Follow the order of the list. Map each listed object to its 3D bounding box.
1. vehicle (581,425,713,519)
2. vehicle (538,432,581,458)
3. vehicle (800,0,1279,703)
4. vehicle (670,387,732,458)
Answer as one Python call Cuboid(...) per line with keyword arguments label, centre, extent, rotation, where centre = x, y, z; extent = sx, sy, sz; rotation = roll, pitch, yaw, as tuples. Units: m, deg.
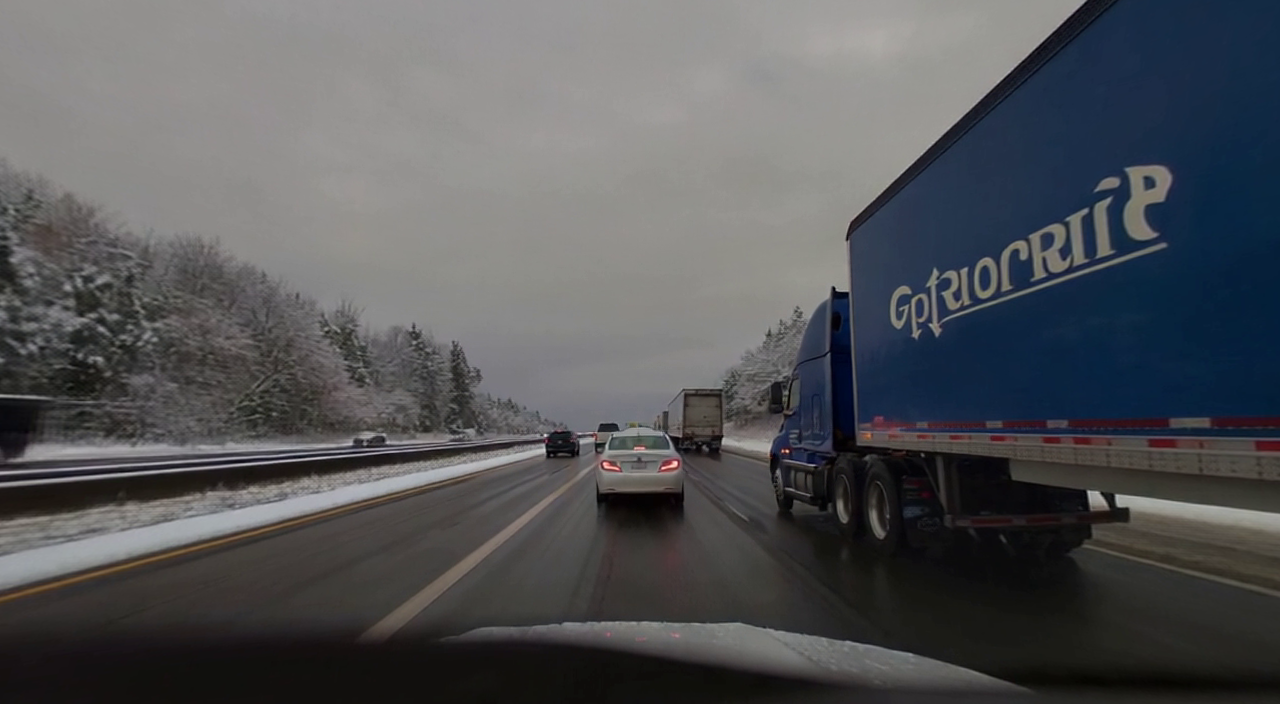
Cuboid(label="vehicle", centre=(0.079, 2.089, 11.543), extent=(2.021, 1.435, 3.611), rotation=(0, -8, -1))
Cuboid(label="vehicle", centre=(-4.717, 5.477, 37.399), extent=(1.983, 1.434, 4.451), rotation=(0, -8, 0))
Cuboid(label="vehicle", centre=(4.138, -0.240, 3.343), extent=(2.816, 4.070, 14.136), rotation=(0, -8, 0))
Cuboid(label="vehicle", centre=(3.827, 4.971, 43.278), extent=(2.869, 4.067, 13.731), rotation=(0, -8, 0))
